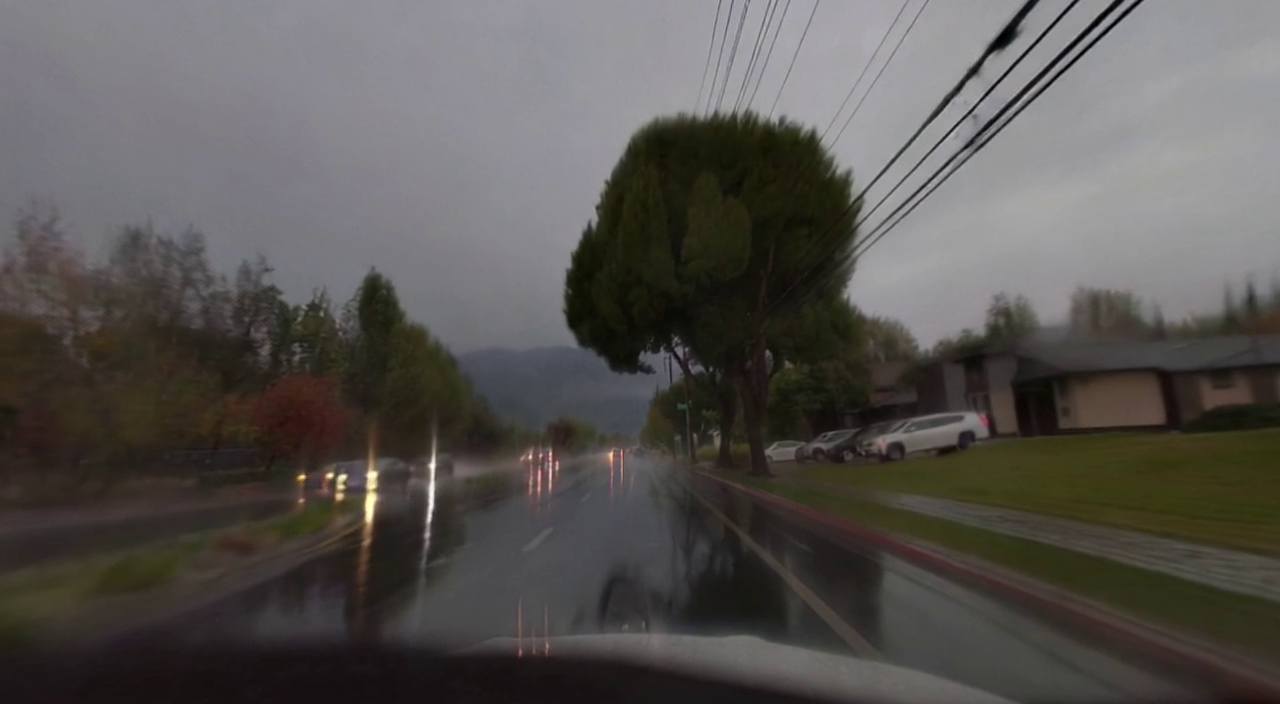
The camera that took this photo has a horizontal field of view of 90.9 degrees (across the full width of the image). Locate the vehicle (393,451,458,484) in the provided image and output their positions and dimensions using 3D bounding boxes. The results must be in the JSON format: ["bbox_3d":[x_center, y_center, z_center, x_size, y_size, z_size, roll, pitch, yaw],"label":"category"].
[{"bbox_3d":[-12.528,6.735,37.130,2.077,1.713,4.715,-1,-9,1],"label":"vehicle"}]

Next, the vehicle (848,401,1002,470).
[{"bbox_3d":[10.789,3.233,24.155,4.610,1.853,2.265,-8,-9,-3],"label":"vehicle"}]

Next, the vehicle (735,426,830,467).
[{"bbox_3d":[8.283,5.577,36.964,4.840,1.583,2.324,-8,-9,-3],"label":"vehicle"}]

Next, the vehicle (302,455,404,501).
[{"bbox_3d":[-10.746,4.711,24.035,2.048,1.481,4.543,0,-9,-4],"label":"vehicle"}]

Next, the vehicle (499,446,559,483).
[{"bbox_3d":[-4.858,4.990,28.200,2.084,1.466,4.522,0,-9,-2],"label":"vehicle"}]
